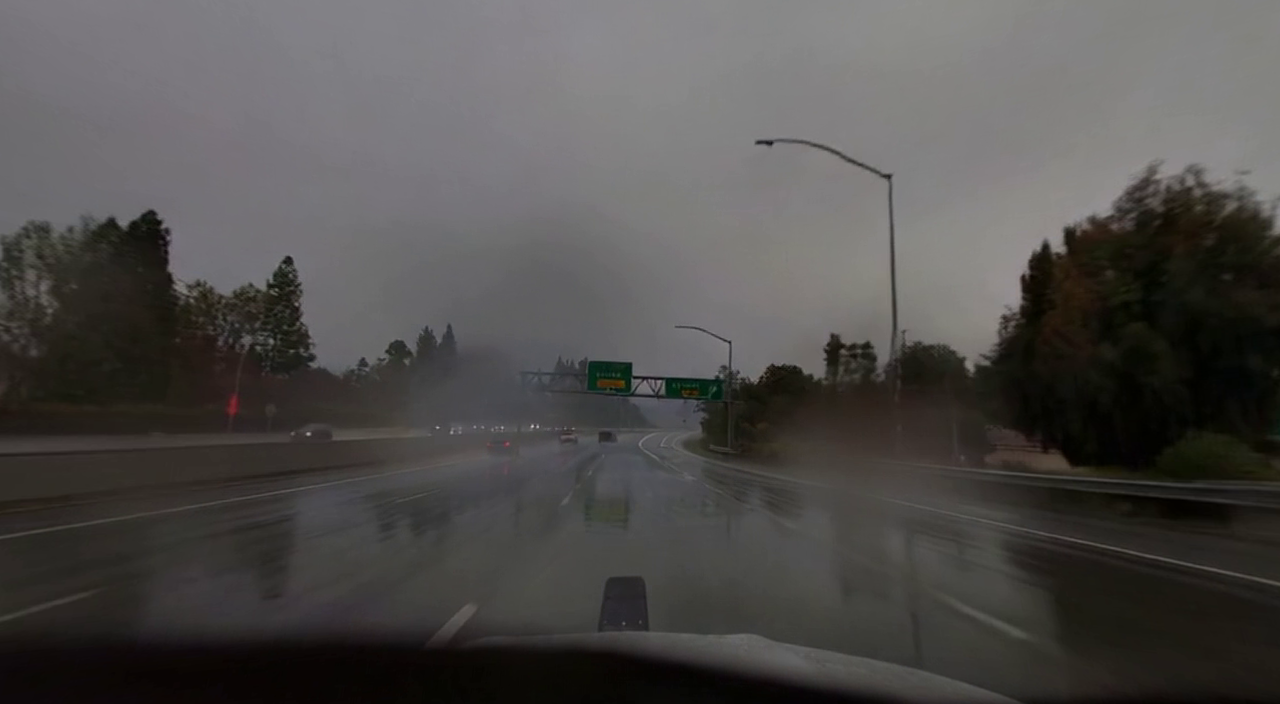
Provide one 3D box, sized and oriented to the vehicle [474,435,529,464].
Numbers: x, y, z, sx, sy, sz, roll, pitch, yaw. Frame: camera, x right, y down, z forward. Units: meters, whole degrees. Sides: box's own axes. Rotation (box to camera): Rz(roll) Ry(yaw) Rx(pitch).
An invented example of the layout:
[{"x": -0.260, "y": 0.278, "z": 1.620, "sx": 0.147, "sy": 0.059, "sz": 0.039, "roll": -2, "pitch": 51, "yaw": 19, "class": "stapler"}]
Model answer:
[{"x": -7.589, "y": 5.394, "z": 35.019, "sx": 2.025, "sy": 1.494, "sz": 4.495, "roll": 0, "pitch": -8, "yaw": 0, "class": "vehicle"}]
